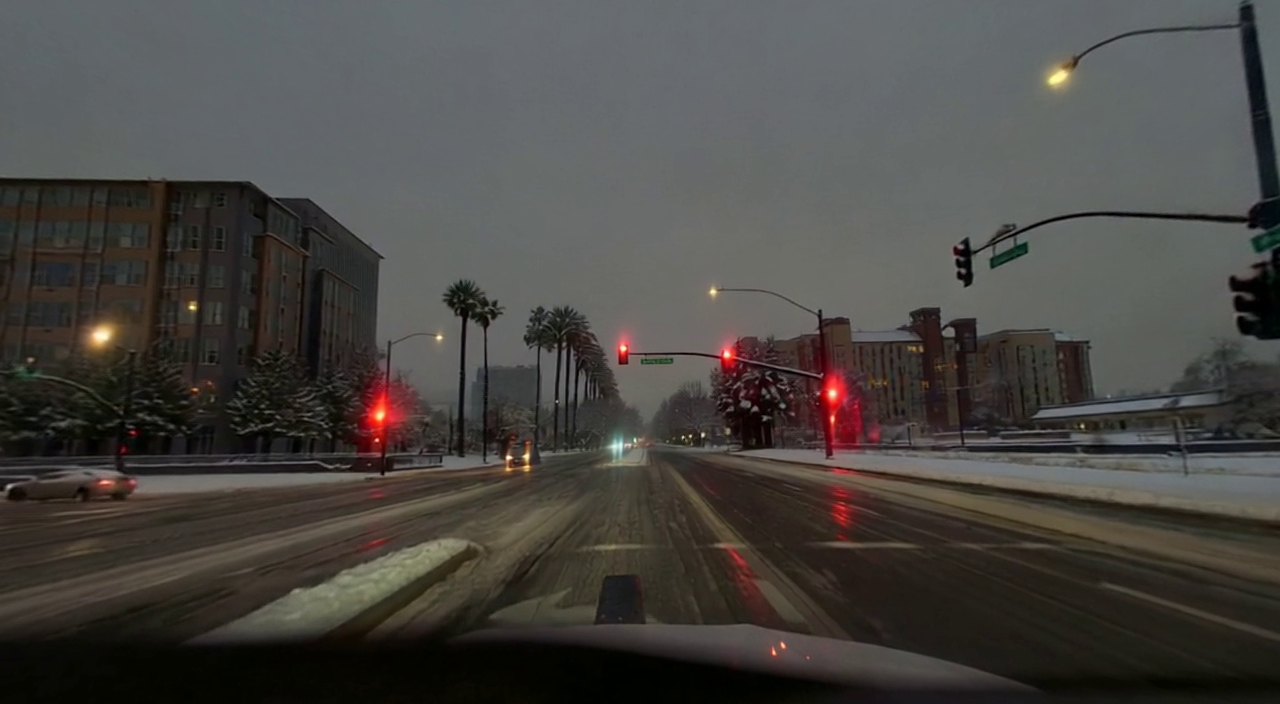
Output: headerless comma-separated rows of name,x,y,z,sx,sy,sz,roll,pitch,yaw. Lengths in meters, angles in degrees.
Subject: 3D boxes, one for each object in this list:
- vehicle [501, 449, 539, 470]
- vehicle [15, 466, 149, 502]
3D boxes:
vehicle,-9.209,8.283,48.748,2.149,1.477,4.186,0,-9,0
vehicle,-25.146,5.933,28.555,4.386,1.481,2.037,-1,-9,8
